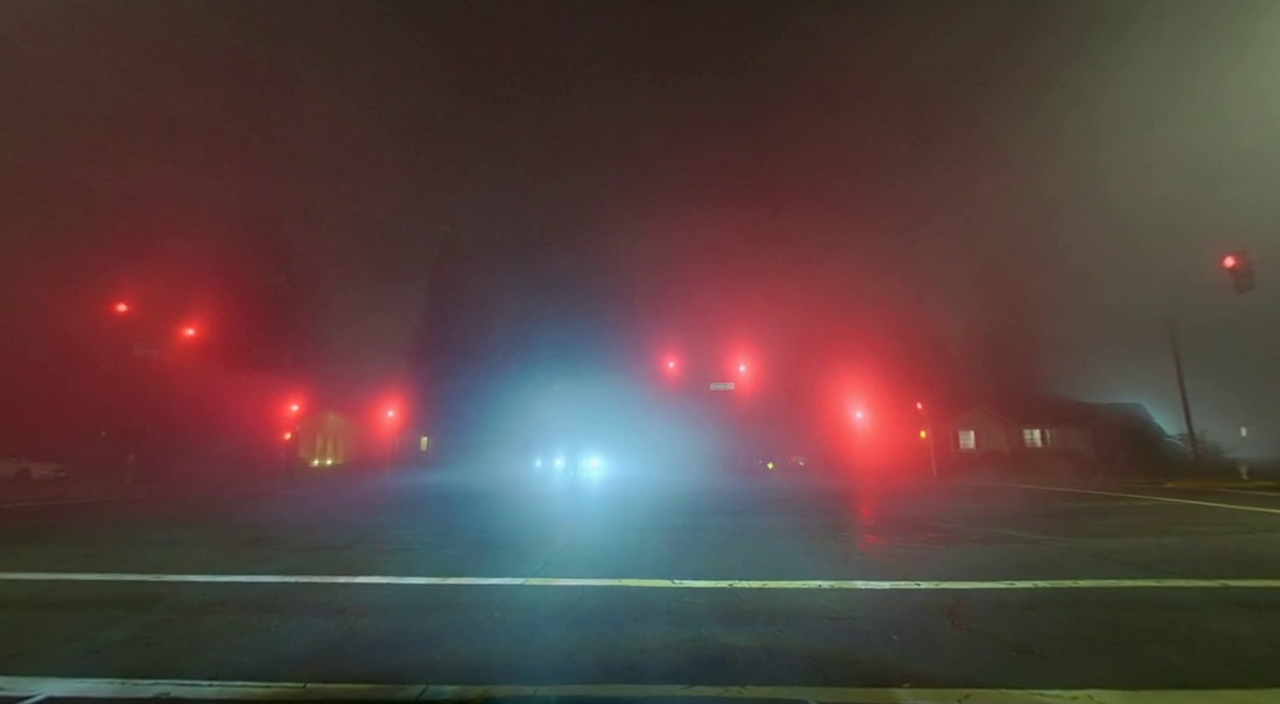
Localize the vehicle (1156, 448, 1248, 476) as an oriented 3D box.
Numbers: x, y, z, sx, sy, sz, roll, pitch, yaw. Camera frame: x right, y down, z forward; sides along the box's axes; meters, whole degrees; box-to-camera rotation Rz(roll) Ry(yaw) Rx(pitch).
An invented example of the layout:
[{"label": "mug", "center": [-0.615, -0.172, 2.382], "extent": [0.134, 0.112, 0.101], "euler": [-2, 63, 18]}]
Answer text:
[{"label": "vehicle", "center": [36.768, 7.180, 41.502], "extent": [1.853, 1.723, 4.460], "euler": [0, -9, -1]}]

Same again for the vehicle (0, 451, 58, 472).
[{"label": "vehicle", "center": [-44.302, 7.764, 44.971], "extent": [3.949, 1.422, 1.744], "euler": [0, -9, 1]}]
